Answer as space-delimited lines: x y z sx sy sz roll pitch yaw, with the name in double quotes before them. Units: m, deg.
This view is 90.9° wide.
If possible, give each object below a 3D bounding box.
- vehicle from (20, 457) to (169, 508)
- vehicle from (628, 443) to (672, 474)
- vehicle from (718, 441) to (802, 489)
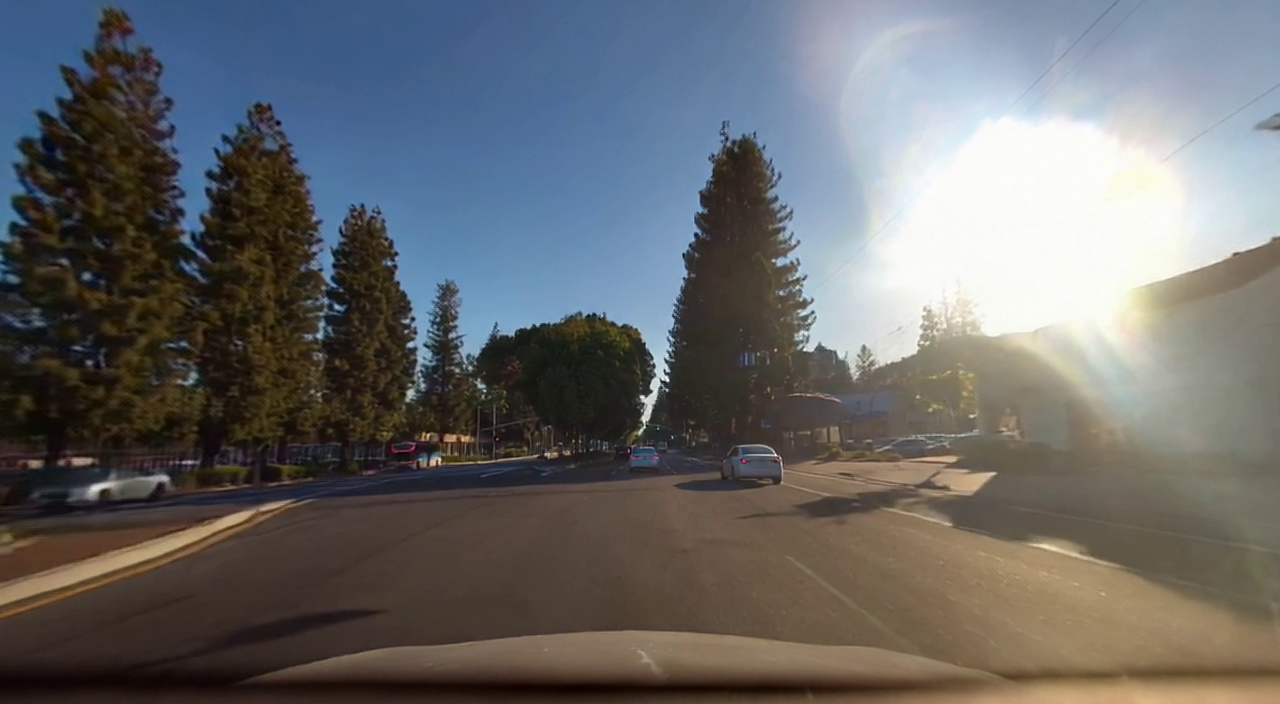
"vehicle" -21.298 5.070 24.898 1.921 1.728 4.364 0 -8 0
"vehicle" 0.487 5.477 32.724 2.144 1.505 4.128 0 -8 0
"vehicle" 4.075 3.895 22.170 2.067 1.497 4.327 0 -8 0
